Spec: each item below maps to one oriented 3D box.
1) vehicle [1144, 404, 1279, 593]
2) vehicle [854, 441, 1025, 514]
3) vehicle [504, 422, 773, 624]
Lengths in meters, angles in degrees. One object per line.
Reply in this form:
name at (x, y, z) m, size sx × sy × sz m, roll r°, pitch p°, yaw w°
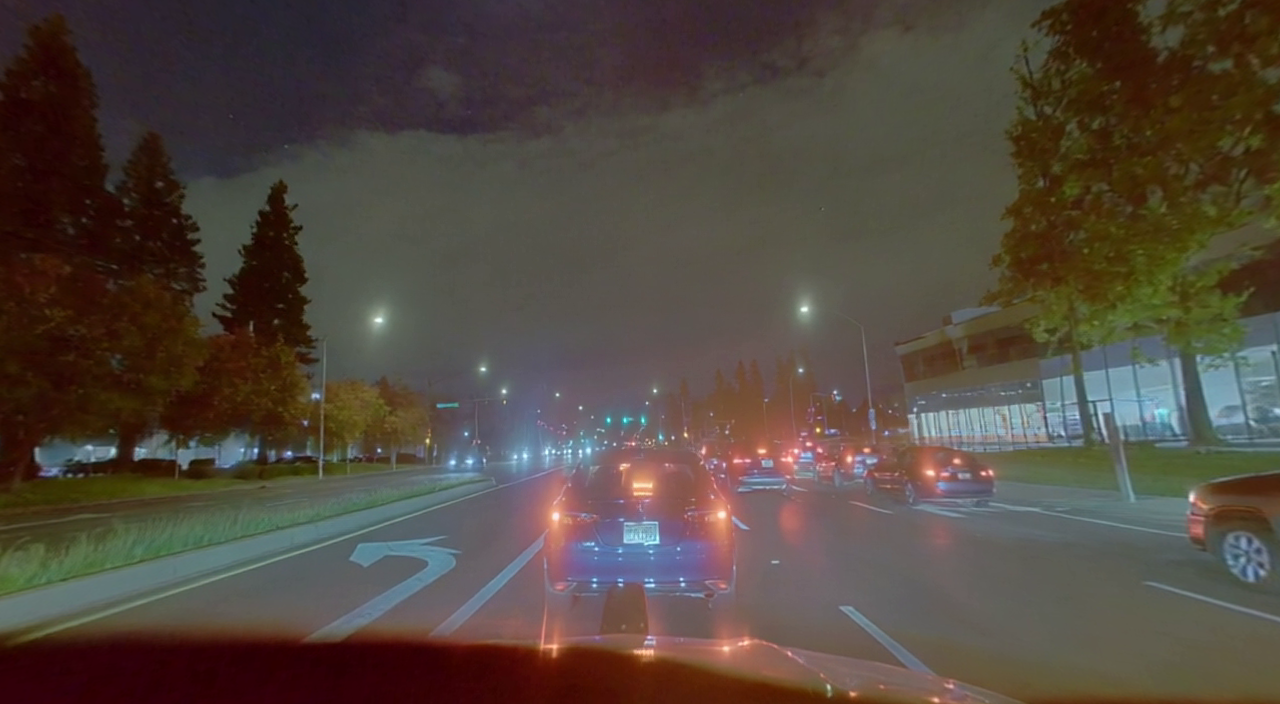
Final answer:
vehicle at (6.885, 1.234, 5.023) m, size 1.988 × 1.727 × 4.584 m, roll 0°, pitch -8°, yaw 2°
vehicle at (6.882, 2.886, 15.138) m, size 1.911 × 1.468 × 4.417 m, roll 0°, pitch -8°, yaw 0°
vehicle at (-0.035, 1.584, 6.904) m, size 1.977 × 1.465 × 4.376 m, roll 0°, pitch -8°, yaw -1°
